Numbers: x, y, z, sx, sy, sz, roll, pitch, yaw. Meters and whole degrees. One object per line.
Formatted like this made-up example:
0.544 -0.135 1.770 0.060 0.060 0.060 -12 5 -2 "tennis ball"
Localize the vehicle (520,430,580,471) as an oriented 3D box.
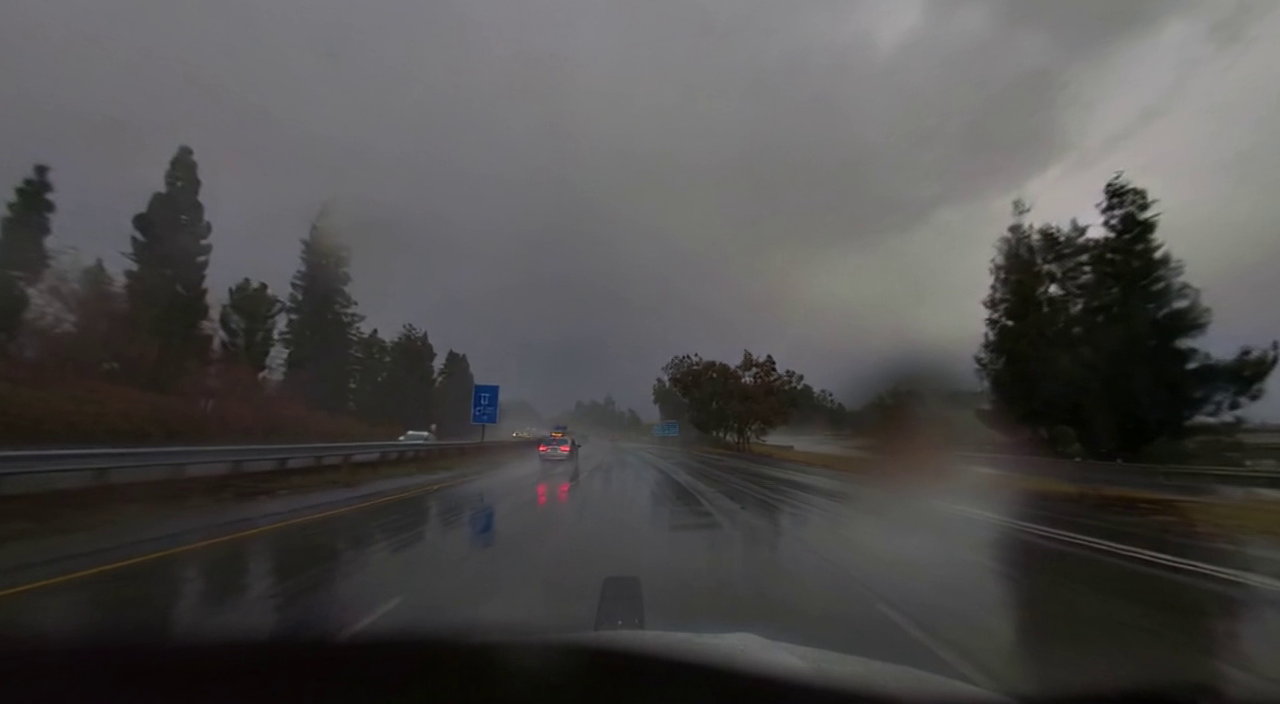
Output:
-3.823 4.277 27.663 2.047 1.612 4.631 0 -8 -1 "vehicle"
